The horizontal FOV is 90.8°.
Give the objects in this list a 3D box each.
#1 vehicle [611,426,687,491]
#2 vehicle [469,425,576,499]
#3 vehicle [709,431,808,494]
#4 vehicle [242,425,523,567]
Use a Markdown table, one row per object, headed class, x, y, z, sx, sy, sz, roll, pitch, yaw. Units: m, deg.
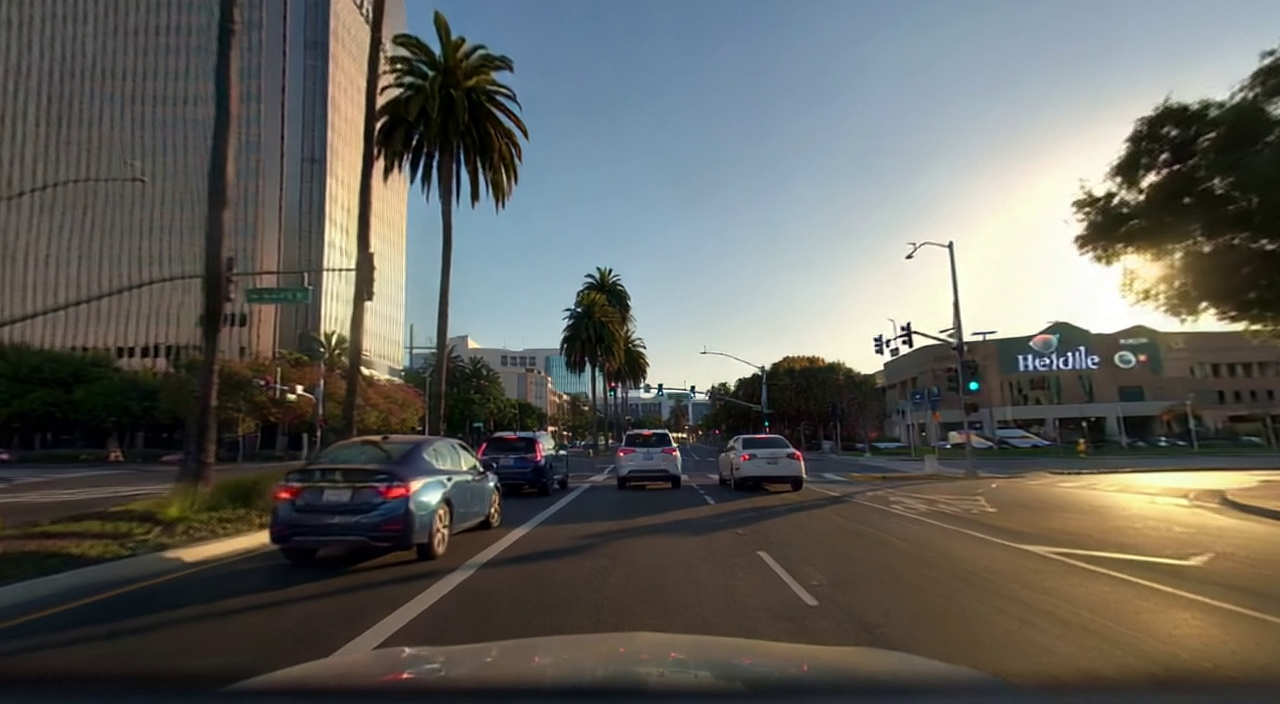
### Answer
| class | x | y | z | sx | sy | sz | roll | pitch | yaw |
| --- | --- | --- | --- | --- | --- | --- | --- | --- | --- |
| vehicle | 0.258 | 3.224 | 19.412 | 2.060 | 1.730 | 4.257 | 0 | -8 | 1 |
| vehicle | -2.971 | 2.897 | 16.925 | 1.938 | 1.713 | 4.048 | 0 | -9 | 2 |
| vehicle | 3.192 | 3.058 | 17.805 | 1.936 | 1.567 | 3.896 | 0 | -9 | -1 |
| vehicle | -3.155 | 1.863 | 9.014 | 1.962 | 1.480 | 4.605 | 0 | -9 | 2 |
